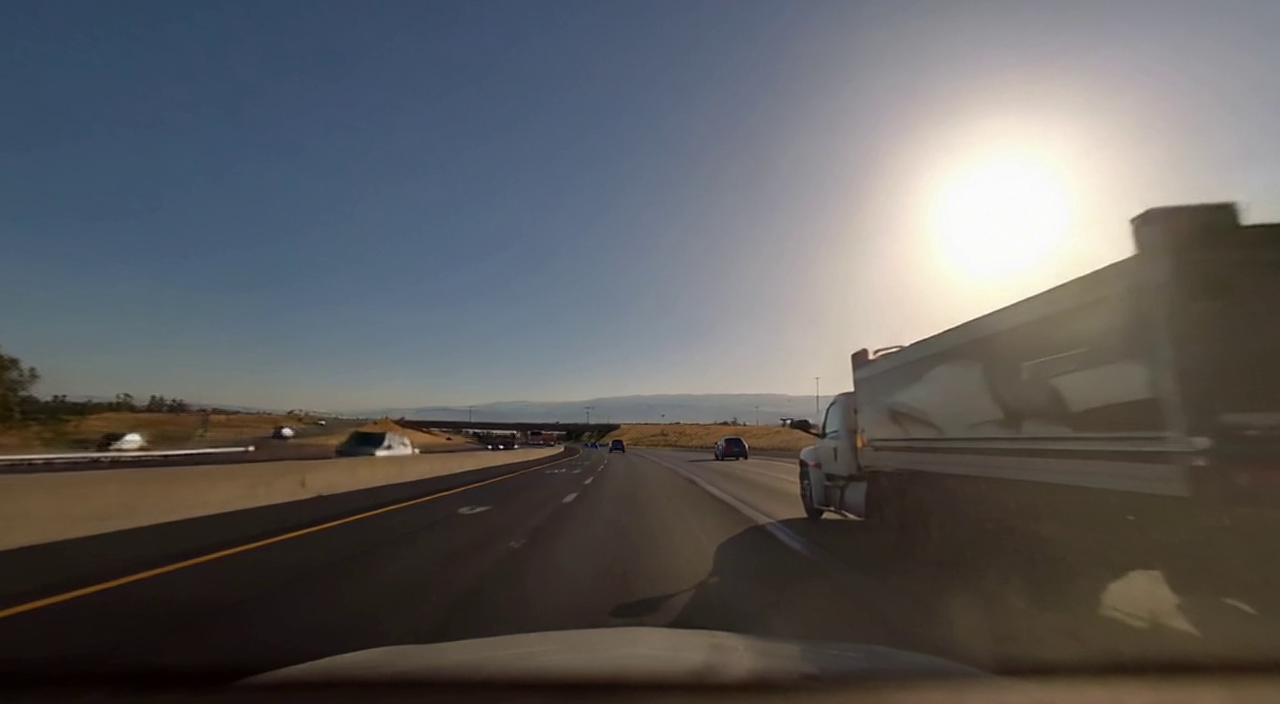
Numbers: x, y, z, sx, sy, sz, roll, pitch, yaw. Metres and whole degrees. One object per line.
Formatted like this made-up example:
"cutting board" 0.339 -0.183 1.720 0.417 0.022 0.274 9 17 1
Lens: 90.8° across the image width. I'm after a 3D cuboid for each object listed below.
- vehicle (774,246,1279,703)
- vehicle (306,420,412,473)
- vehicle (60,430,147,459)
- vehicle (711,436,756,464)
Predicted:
"vehicle" 3.677 1.189 6.130 2.981 2.053 7.897 0 -8 0
"vehicle" -14.003 4.773 32.053 2.437 2.397 6.468 0 -8 -1
"vehicle" -40.014 6.914 47.279 2.371 2.008 5.235 1 -9 -8
"vehicle" 6.125 6.504 41.926 2.104 1.723 4.538 0 -8 -2
